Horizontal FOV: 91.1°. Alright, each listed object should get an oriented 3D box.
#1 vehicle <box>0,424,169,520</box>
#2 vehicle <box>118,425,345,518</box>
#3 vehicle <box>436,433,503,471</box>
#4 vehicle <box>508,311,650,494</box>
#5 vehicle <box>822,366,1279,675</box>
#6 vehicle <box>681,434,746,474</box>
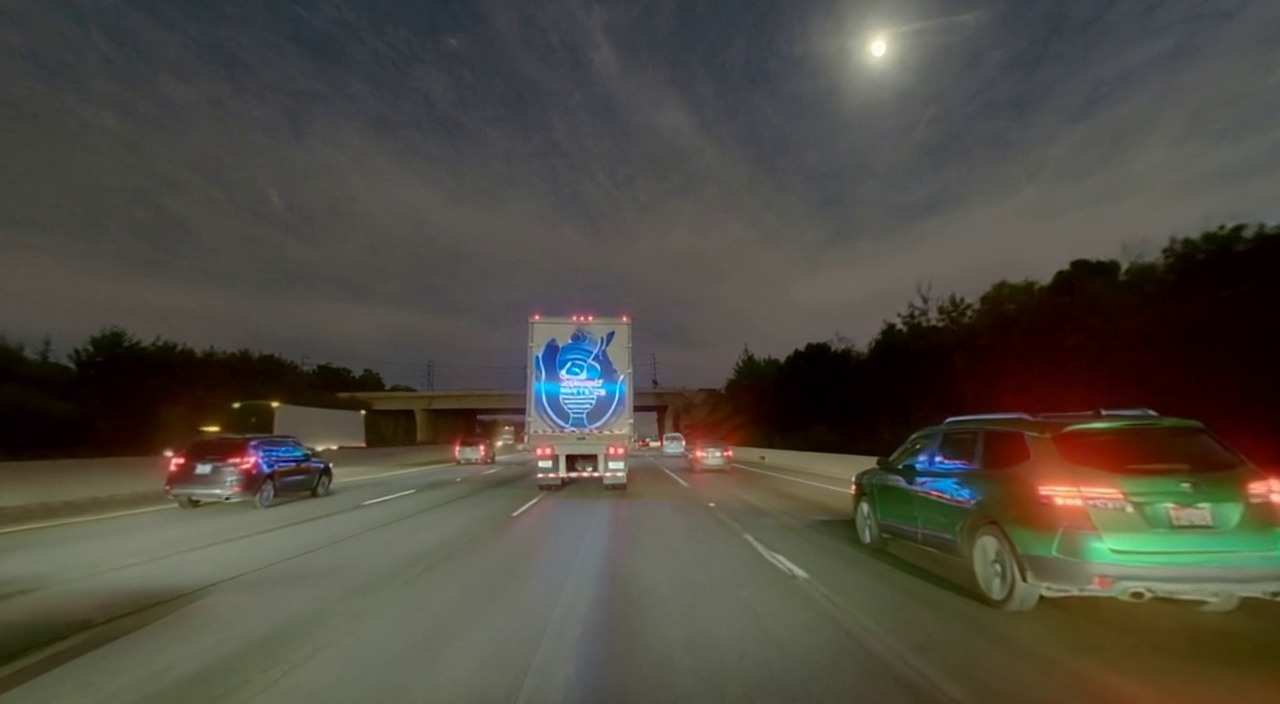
[{"bbox_3d":[-16.556,3.233,17.640,2.446,2.276,5.514,0,-8,-1],"label":"vehicle"},{"bbox_3d":[-8.456,2.467,13.660,2.048,1.652,4.421,0,-8,-2],"label":"vehicle"},{"bbox_3d":[-8.240,4.846,30.807,2.057,1.698,4.550,0,-8,0],"label":"vehicle"},{"bbox_3d":[-1.660,1.692,18.051,2.911,3.787,9.905,1,-8,-5],"label":"vehicle"},{"bbox_3d":[3.437,1.196,5.666,2.118,1.647,4.400,0,-8,-2],"label":"vehicle"},{"bbox_3d":[2.944,4.180,26.185,2.003,1.519,4.580,0,-8,-2],"label":"vehicle"}]
